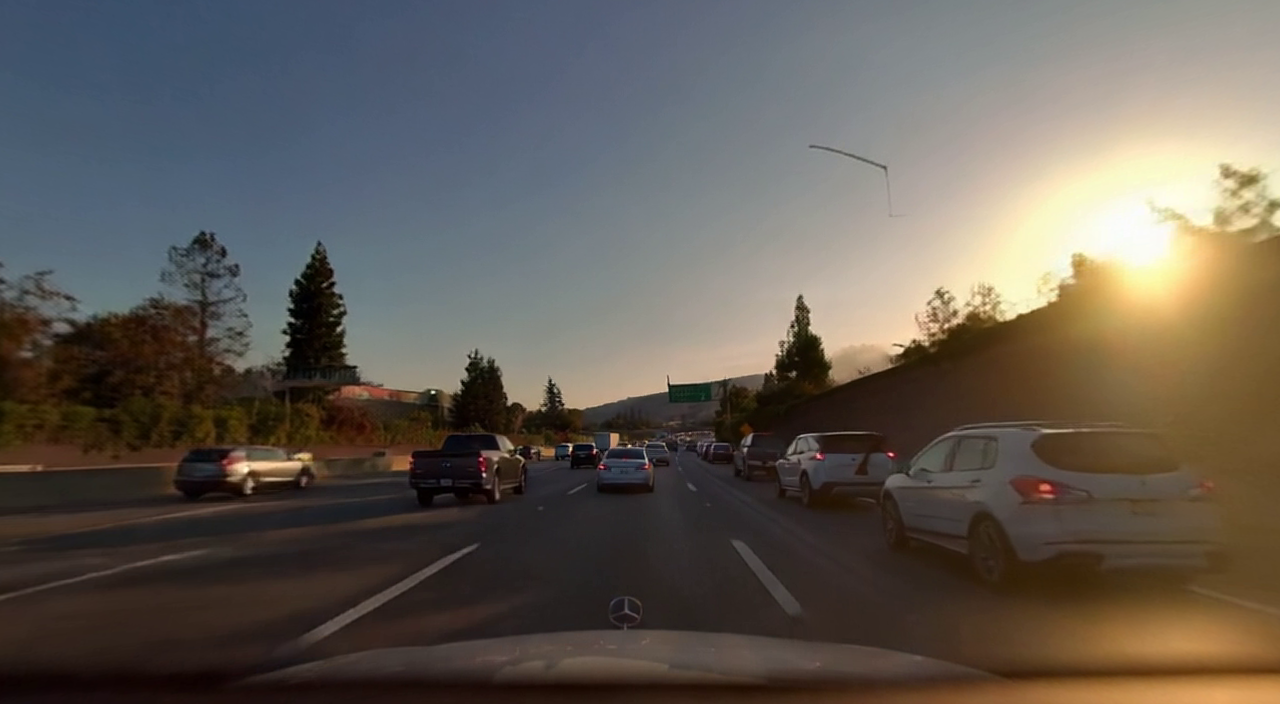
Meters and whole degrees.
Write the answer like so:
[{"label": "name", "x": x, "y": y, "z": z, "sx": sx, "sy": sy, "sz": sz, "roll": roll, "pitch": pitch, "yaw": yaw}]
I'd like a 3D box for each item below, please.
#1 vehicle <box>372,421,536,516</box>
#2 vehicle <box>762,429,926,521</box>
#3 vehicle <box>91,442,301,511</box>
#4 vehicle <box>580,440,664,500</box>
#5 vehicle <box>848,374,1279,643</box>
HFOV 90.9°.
[{"label": "vehicle", "x": -4.051, "y": 2.669, "z": 15.026, "sx": 2.110, "sy": 1.811, "sz": 5.585, "roll": 0, "pitch": -8, "yaw": 1}, {"label": "vehicle", "x": 3.955, "y": 2.458, "z": 13.157, "sx": 1.984, "sy": 1.567, "sz": 4.475, "roll": 0, "pitch": -8, "yaw": 1}, {"label": "vehicle", "x": -11.108, "y": 3.100, "z": 16.318, "sx": 1.907, "sy": 1.508, "sz": 4.608, "roll": 0, "pitch": -8, "yaw": 3}, {"label": "vehicle", "x": -0.420, "y": 3.212, "z": 17.589, "sx": 2.070, "sy": 1.456, "sz": 4.029, "roll": 0, "pitch": -8, "yaw": 1}, {"label": "vehicle", "x": 3.958, "y": 1.378, "z": 6.586, "sx": 2.003, "sy": 1.778, "sz": 4.658, "roll": 0, "pitch": -8, "yaw": 1}]
